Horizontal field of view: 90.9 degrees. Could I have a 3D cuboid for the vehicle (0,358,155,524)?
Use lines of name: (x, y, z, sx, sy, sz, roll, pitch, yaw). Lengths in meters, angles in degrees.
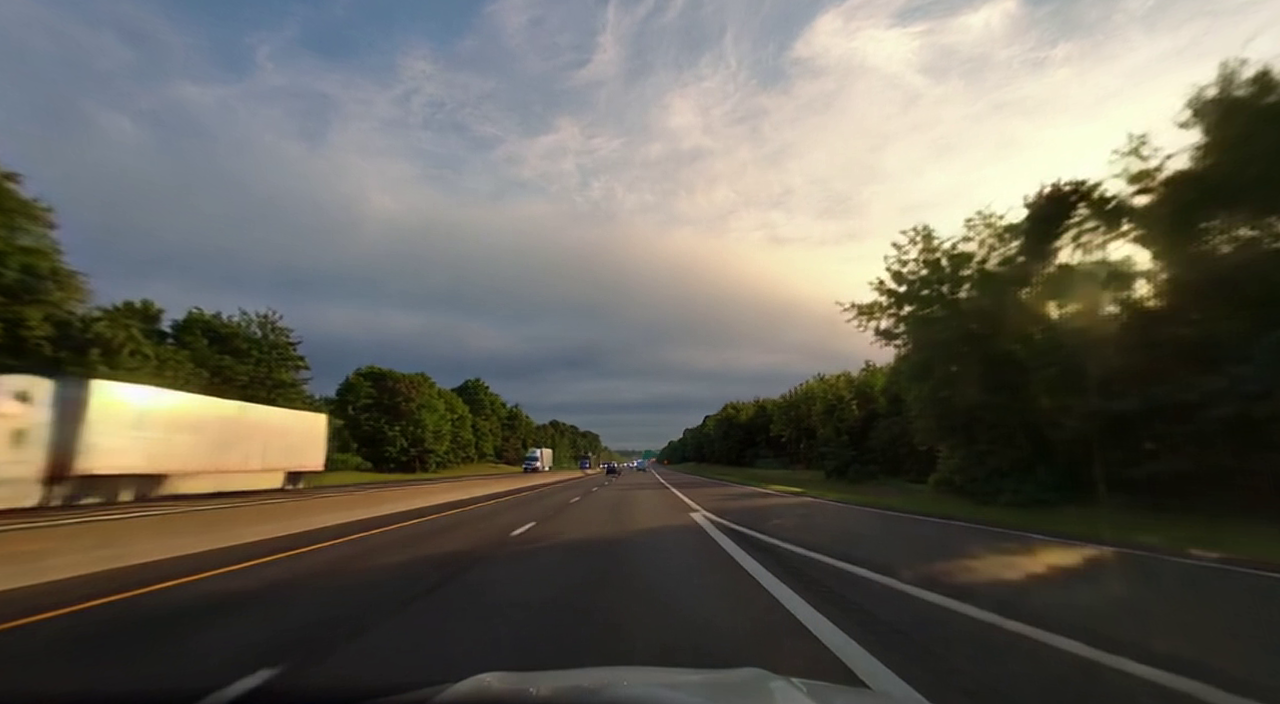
vehicle: (-17.270, 2.468, 17.139, 3.002, 4.023, 5.968, 0, -10, 0)
